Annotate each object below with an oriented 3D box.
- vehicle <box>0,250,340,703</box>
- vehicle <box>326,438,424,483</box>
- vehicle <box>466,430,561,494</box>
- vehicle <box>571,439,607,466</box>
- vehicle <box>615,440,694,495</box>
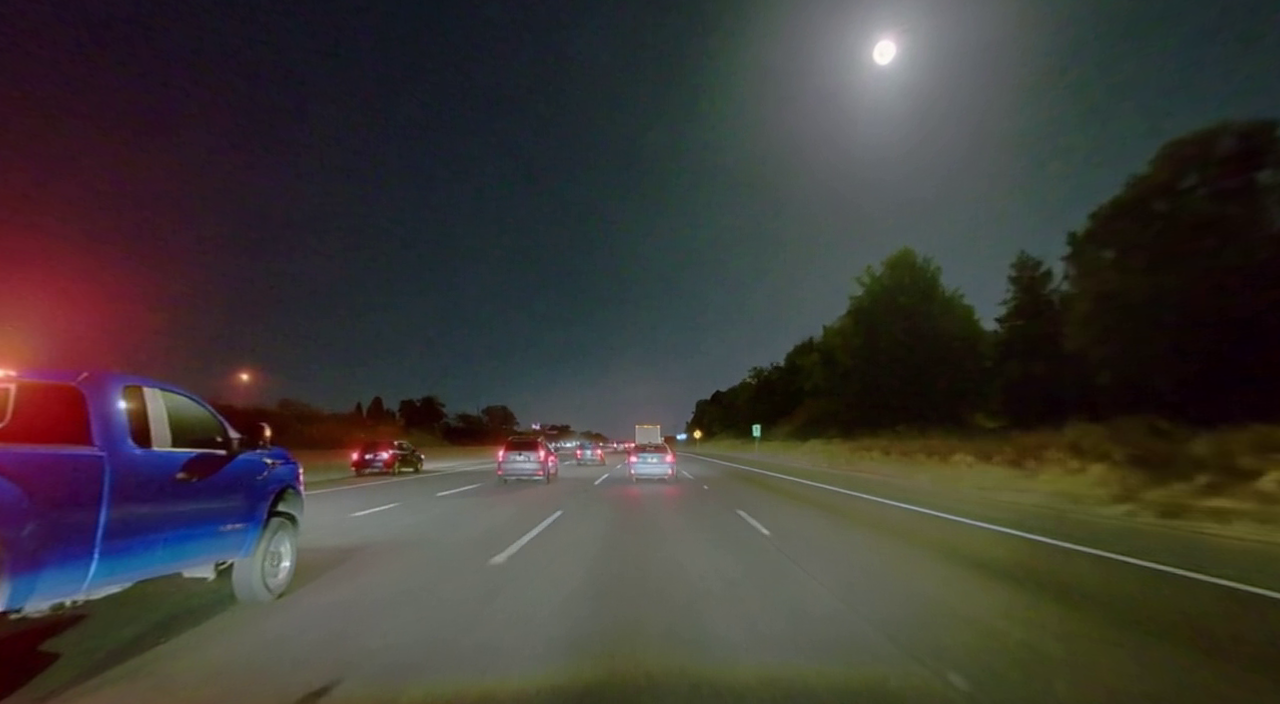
[{"bbox_3d":[-3.487,0.587,1.735,2.269,2.060,5.933,0,-8,1],"label":"vehicle"},{"bbox_3d":[-10.479,4.302,25.312,1.941,1.602,4.277,0,-8,2],"label":"vehicle"},{"bbox_3d":[-3.685,3.280,19.179,1.903,1.721,4.210,0,-8,1],"label":"vehicle"},{"bbox_3d":[-3.211,6.424,40.552,1.897,1.646,4.049,0,-8,1],"label":"vehicle"},{"bbox_3d":[0.376,3.321,18.513,2.054,1.421,4.090,0,-8,0],"label":"vehicle"}]
